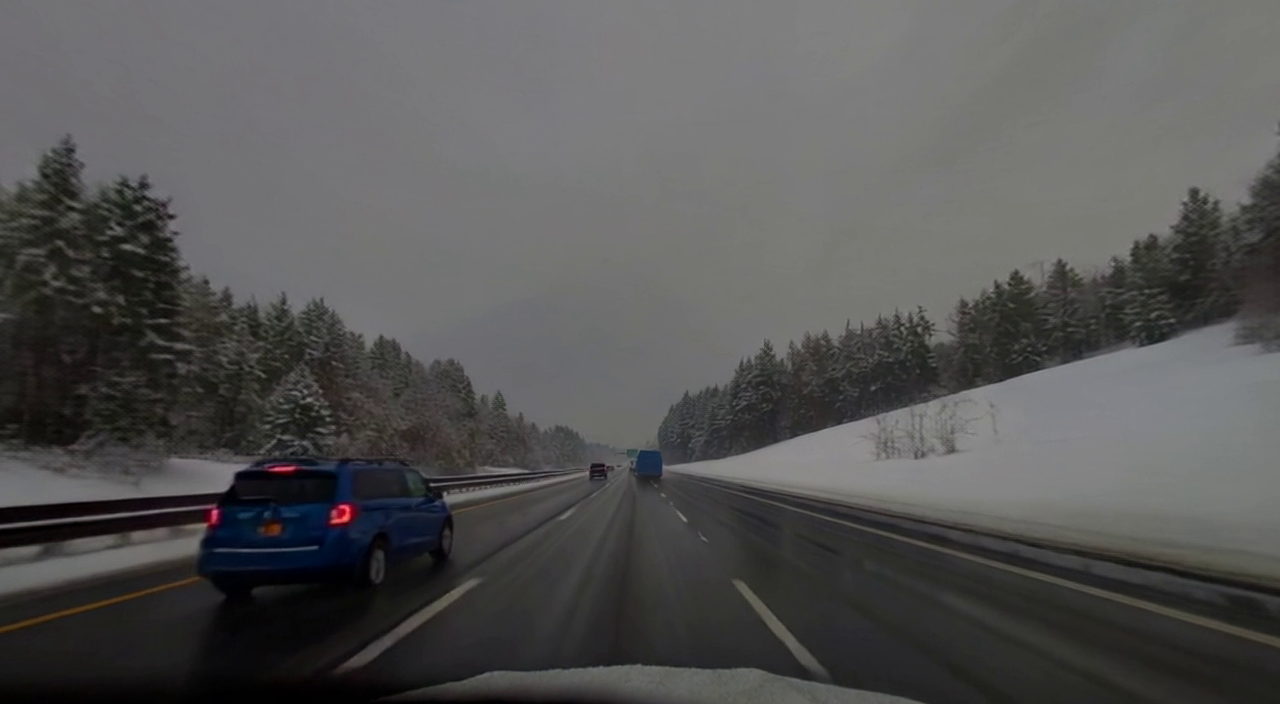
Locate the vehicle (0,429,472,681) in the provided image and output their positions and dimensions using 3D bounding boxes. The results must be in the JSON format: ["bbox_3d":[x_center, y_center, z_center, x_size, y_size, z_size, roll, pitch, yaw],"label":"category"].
[{"bbox_3d":[-3.269,1.643,6.095,2.038,1.490,4.391,1,-11,0],"label":"vehicle"}]
